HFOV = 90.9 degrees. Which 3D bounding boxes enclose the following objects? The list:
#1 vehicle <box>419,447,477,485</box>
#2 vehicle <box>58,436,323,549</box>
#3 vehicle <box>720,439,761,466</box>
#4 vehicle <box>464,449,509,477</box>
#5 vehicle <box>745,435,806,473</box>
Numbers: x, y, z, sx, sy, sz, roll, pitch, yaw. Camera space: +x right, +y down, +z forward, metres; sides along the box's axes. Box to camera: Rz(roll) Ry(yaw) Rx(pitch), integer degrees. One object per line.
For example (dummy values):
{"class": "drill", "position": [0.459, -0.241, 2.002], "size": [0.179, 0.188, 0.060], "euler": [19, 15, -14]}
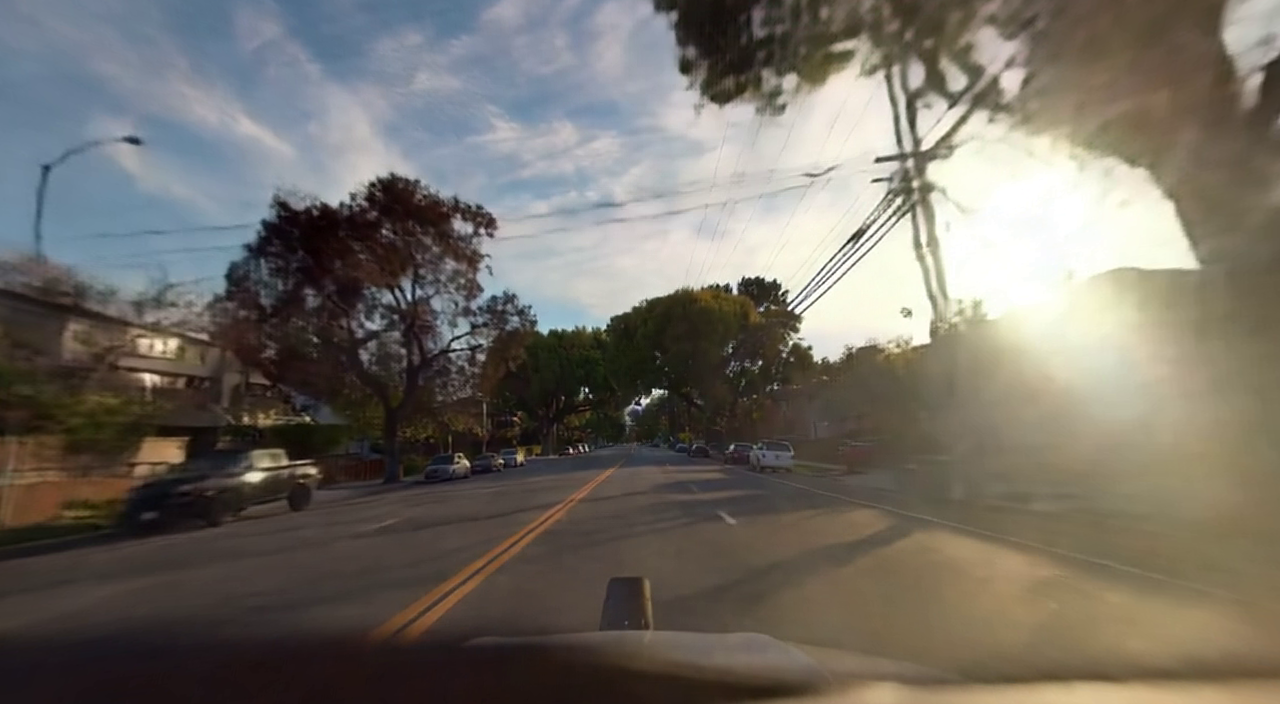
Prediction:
{"class": "vehicle", "position": [-10.135, 5.993, 33.509], "size": [1.974, 1.696, 4.336], "euler": [-3, -8, -4]}
{"class": "vehicle", "position": [-10.379, 3.179, 15.396], "size": [2.419, 2.001, 5.566], "euler": [-3, -7, 0]}
{"class": "vehicle", "position": [7.103, 7.170, 45.142], "size": [2.194, 1.741, 4.800], "euler": [-1, -9, 1]}
{"class": "vehicle", "position": [-10.197, 7.346, 42.115], "size": [1.932, 1.472, 4.516], "euler": [-4, -7, -2]}
{"class": "vehicle", "position": [7.062, 5.405, 33.496], "size": [2.128, 1.823, 4.834], "euler": [-1, -8, 0]}
